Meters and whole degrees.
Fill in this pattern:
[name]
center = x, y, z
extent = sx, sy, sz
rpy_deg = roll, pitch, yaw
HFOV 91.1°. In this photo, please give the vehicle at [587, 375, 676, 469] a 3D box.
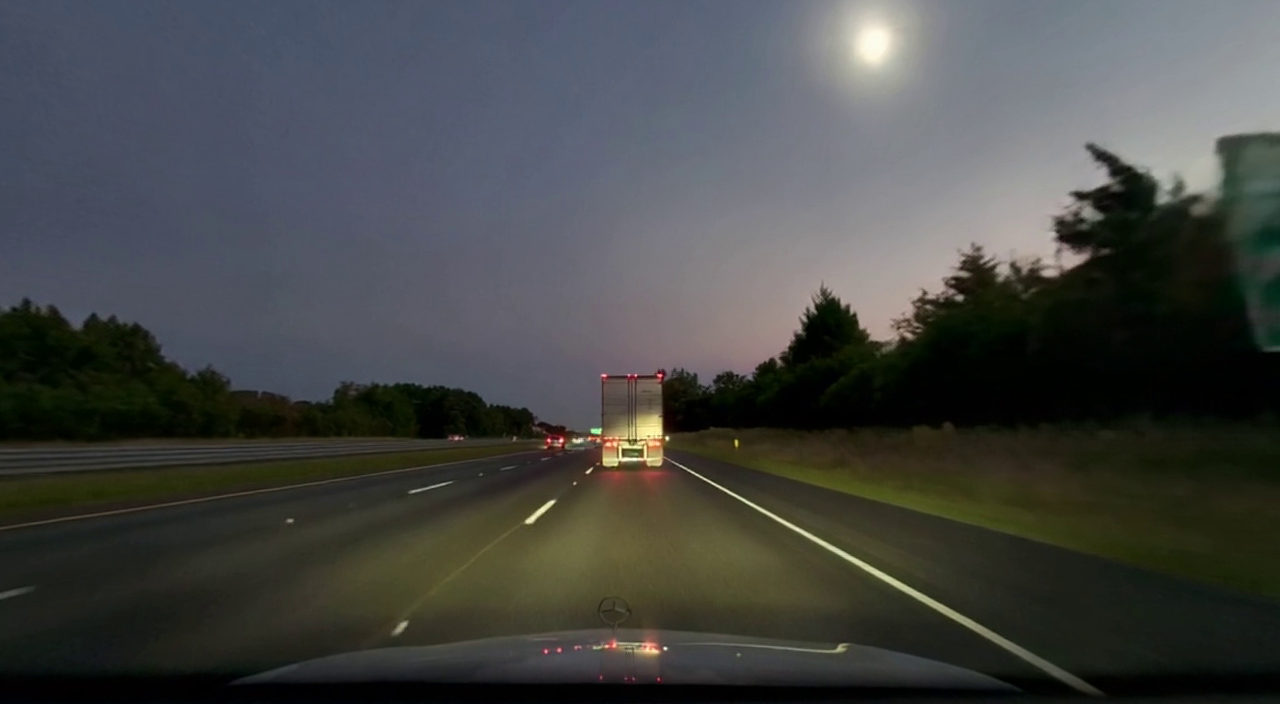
[vehicle]
center = -0.417, 3.496, 30.322
extent = 3.033, 3.223, 14.836
rpy_deg = 4, -7, 0
